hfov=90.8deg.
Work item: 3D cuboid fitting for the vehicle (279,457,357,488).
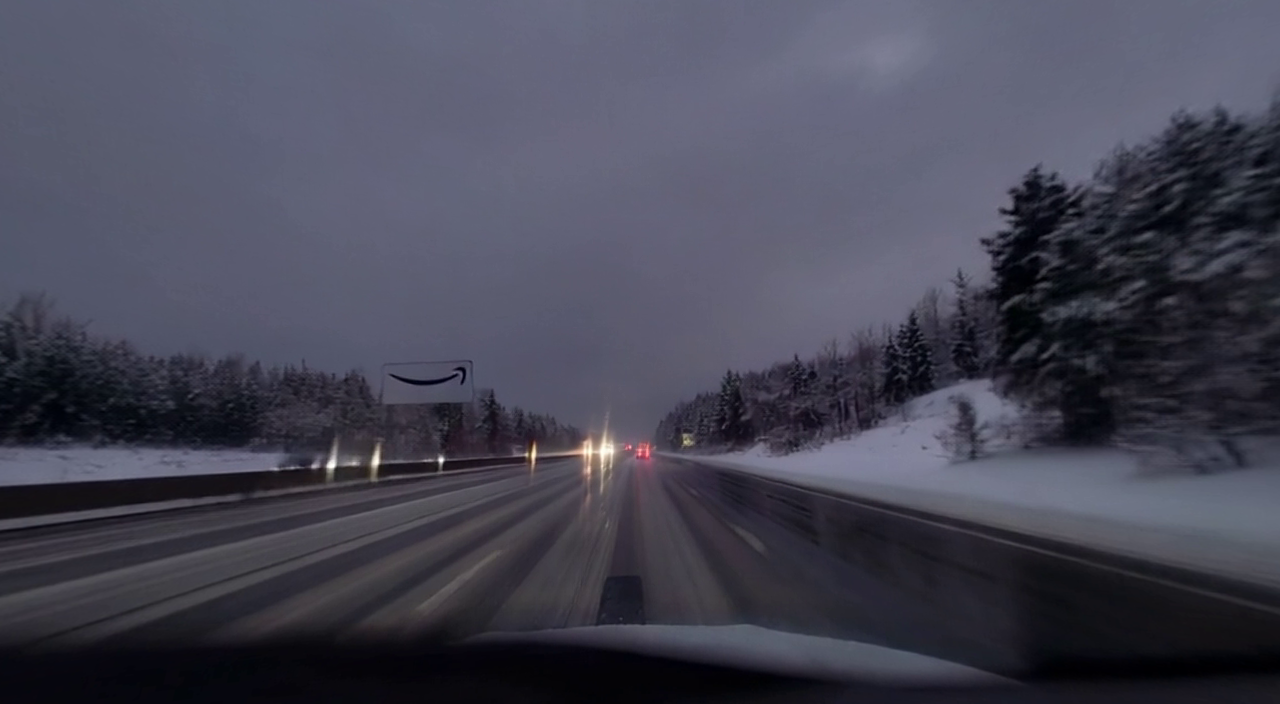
[{"bbox_3d":[-15.757,5.899,31.107,1.845,1.354,3.604,-1,-9,2],"label":"vehicle"}]

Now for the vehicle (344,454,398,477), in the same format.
[{"bbox_3d":[-18.550,7.808,43.735,1.839,1.467,4.317,0,-9,0],"label":"vehicle"}]
